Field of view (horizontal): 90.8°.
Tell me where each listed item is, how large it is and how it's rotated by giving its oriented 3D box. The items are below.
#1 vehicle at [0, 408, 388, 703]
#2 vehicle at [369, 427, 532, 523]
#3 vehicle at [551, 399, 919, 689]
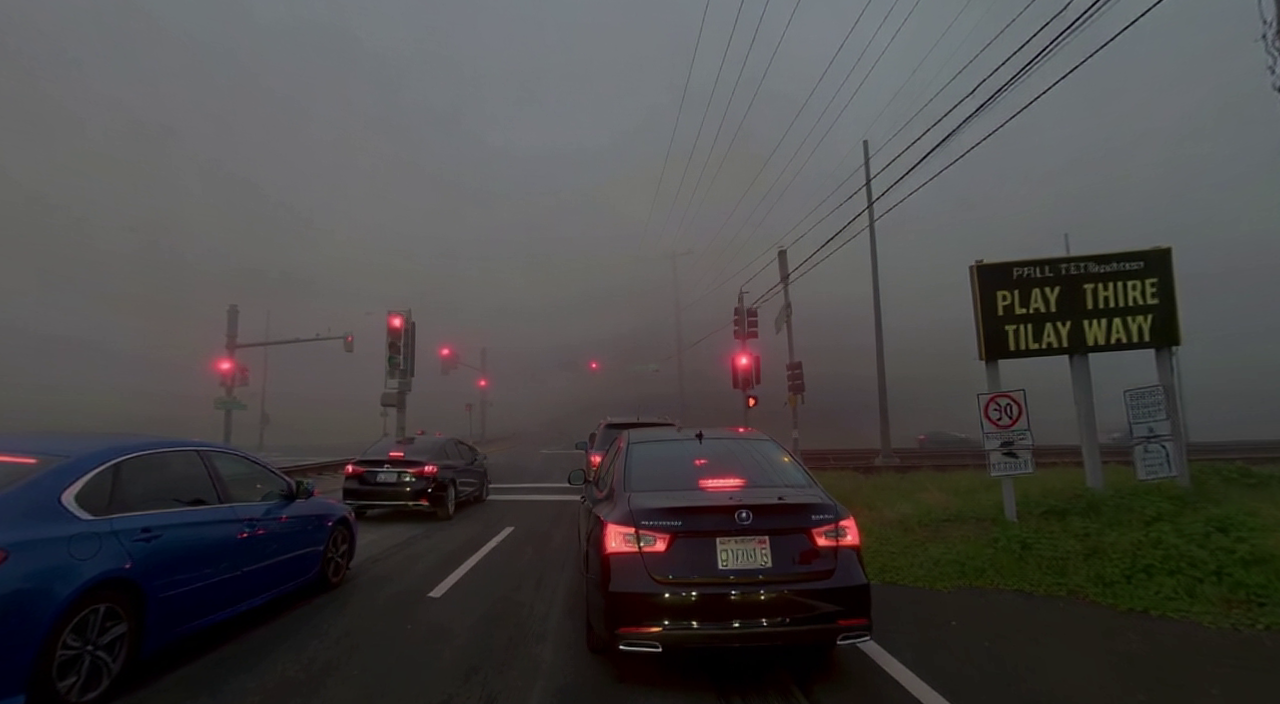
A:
[{"bbox_3d":[-3.709,1.252,4.490,1.956,1.468,4.585,0,-8,0],"label":"vehicle"},{"bbox_3d":[-3.349,2.254,12.087,1.984,1.505,4.047,0,-9,-2],"label":"vehicle"},{"bbox_3d":[0.408,1.323,5.456,1.998,1.529,3.960,1,-9,-3],"label":"vehicle"}]
